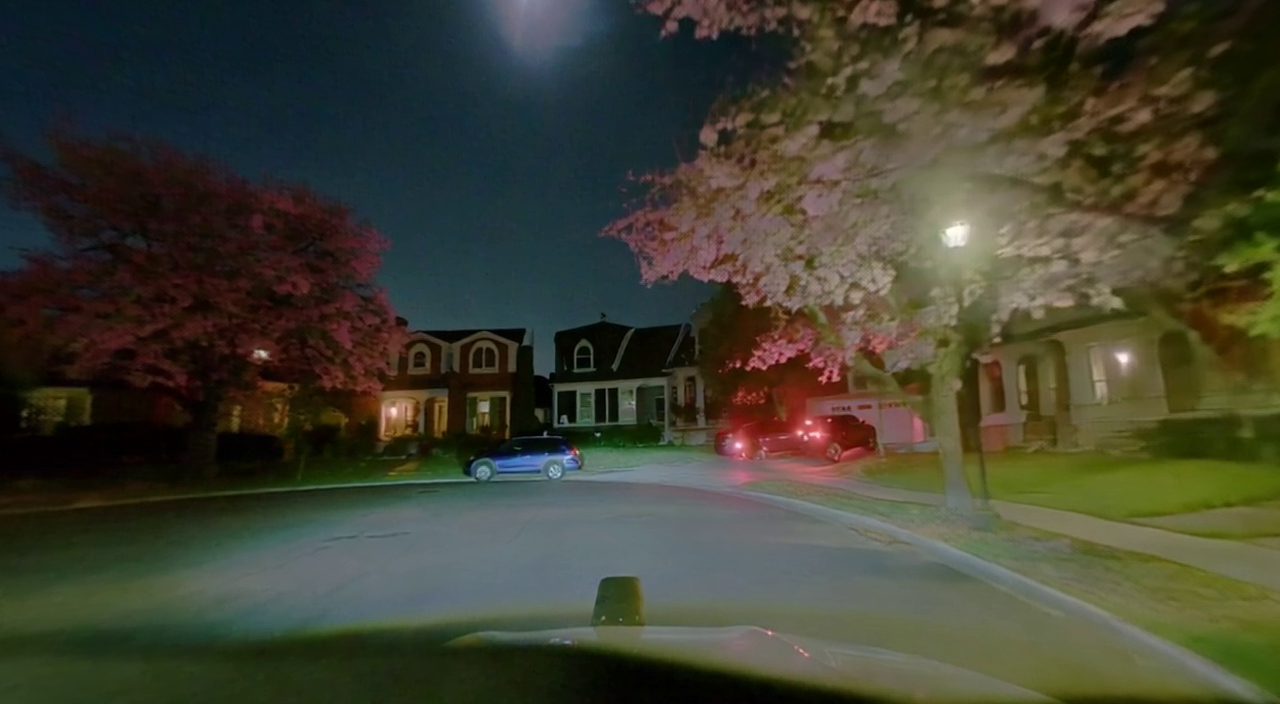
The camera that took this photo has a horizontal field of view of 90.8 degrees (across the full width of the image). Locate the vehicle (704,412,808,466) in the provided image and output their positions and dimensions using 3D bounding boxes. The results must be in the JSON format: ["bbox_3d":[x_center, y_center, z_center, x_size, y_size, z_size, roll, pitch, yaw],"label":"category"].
[{"bbox_3d":[4.975,3.619,26.744,2.310,1.701,4.280,-8,-4,42],"label":"vehicle"}]

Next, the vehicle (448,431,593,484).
[{"bbox_3d":[-4.371,3.916,23.557,4.815,1.827,2.147,-2,-9,10],"label":"vehicle"}]

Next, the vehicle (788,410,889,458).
[{"bbox_3d":[8.300,3.463,26.222,2.152,1.773,4.495,-8,-12,43],"label":"vehicle"}]
